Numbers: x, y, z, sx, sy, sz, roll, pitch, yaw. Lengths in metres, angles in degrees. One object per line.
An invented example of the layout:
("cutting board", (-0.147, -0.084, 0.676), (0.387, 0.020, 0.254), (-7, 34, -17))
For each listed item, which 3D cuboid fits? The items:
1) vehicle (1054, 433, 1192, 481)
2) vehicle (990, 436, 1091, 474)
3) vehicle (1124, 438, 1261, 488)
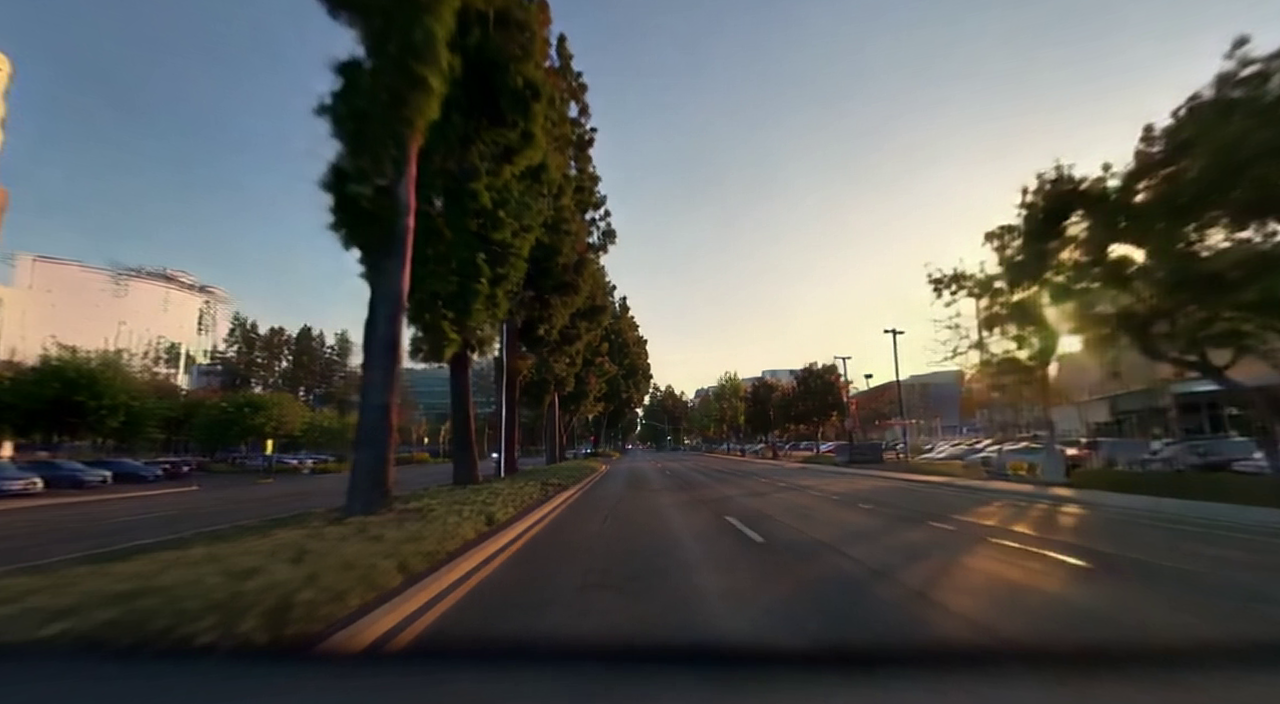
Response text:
("vehicle", (17.664, 3.820, 23.073), (4.741, 1.584, 1.958), (4, -11, -26))
("vehicle", (18.354, 4.702, 28.952), (4.197, 1.612, 1.784), (4, -9, -25))
("vehicle", (18.007, 3.563, 20.579), (3.882, 1.455, 1.858), (4, -9, -26))
